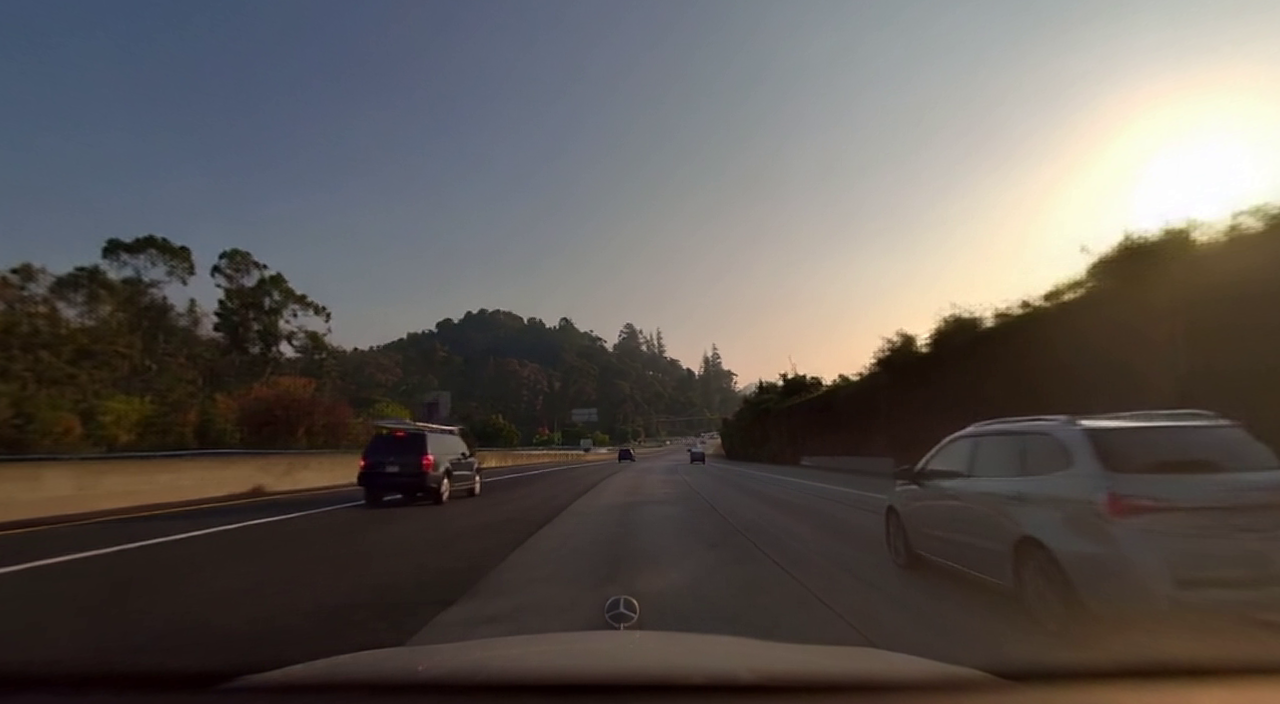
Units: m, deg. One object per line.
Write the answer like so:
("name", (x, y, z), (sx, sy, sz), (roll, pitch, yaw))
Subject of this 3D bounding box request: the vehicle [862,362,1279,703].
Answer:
("vehicle", (3.574, 1.254, 4.884), (2.075, 1.743, 4.410), (0, -9, 0))

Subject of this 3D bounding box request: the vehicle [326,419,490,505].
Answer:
("vehicle", (-6.293, 3.115, 18.218), (2.383, 2.048, 5.875), (0, -9, 1))

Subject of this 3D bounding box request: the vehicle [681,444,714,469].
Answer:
("vehicle", (4.420, 8.144, 49.353), (2.211, 1.814, 4.404), (0, -9, 0))
